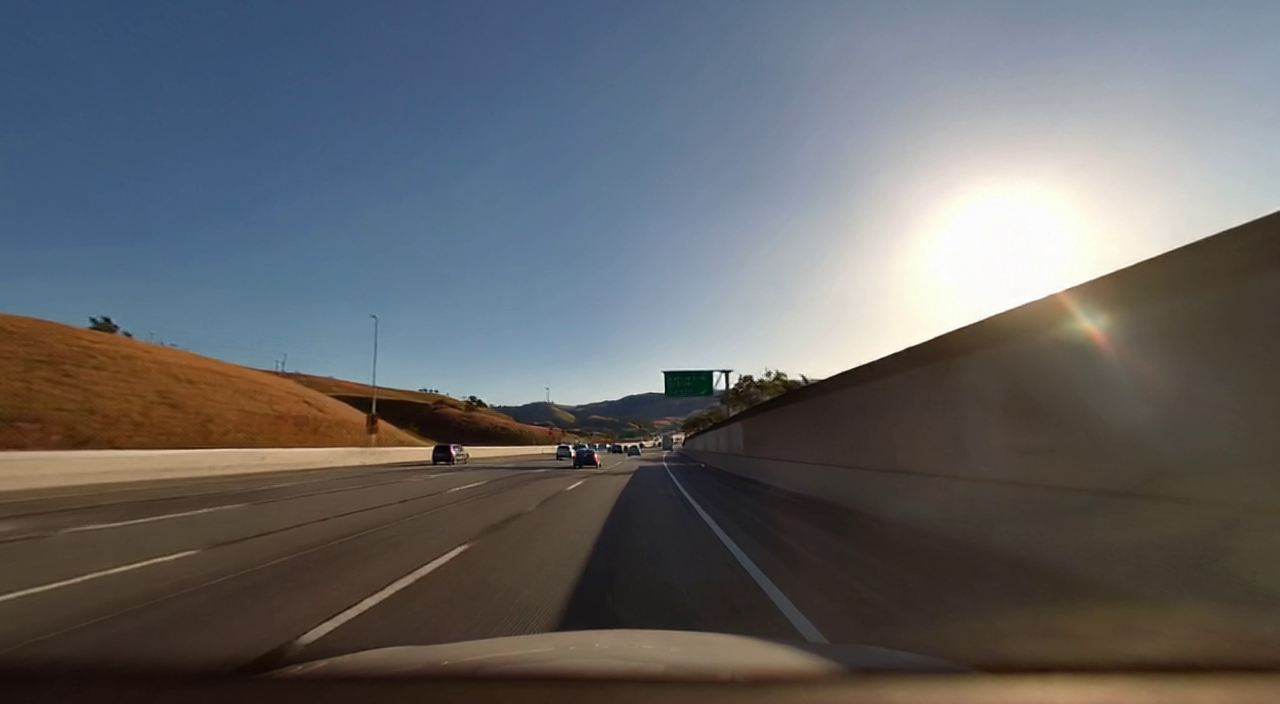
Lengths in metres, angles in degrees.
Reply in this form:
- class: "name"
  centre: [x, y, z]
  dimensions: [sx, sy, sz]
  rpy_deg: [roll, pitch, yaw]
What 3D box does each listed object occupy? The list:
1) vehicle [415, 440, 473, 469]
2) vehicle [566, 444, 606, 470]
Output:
- class: "vehicle"
  centre: [-12.671, 6.631, 41.223]
  dimensions: [2.076, 1.766, 4.831]
  rpy_deg: [0, -8, 2]
- class: "vehicle"
  centre: [-3.231, 6.394, 38.562]
  dimensions: [1.931, 1.492, 4.076]
  rpy_deg: [-1, -8, 2]
